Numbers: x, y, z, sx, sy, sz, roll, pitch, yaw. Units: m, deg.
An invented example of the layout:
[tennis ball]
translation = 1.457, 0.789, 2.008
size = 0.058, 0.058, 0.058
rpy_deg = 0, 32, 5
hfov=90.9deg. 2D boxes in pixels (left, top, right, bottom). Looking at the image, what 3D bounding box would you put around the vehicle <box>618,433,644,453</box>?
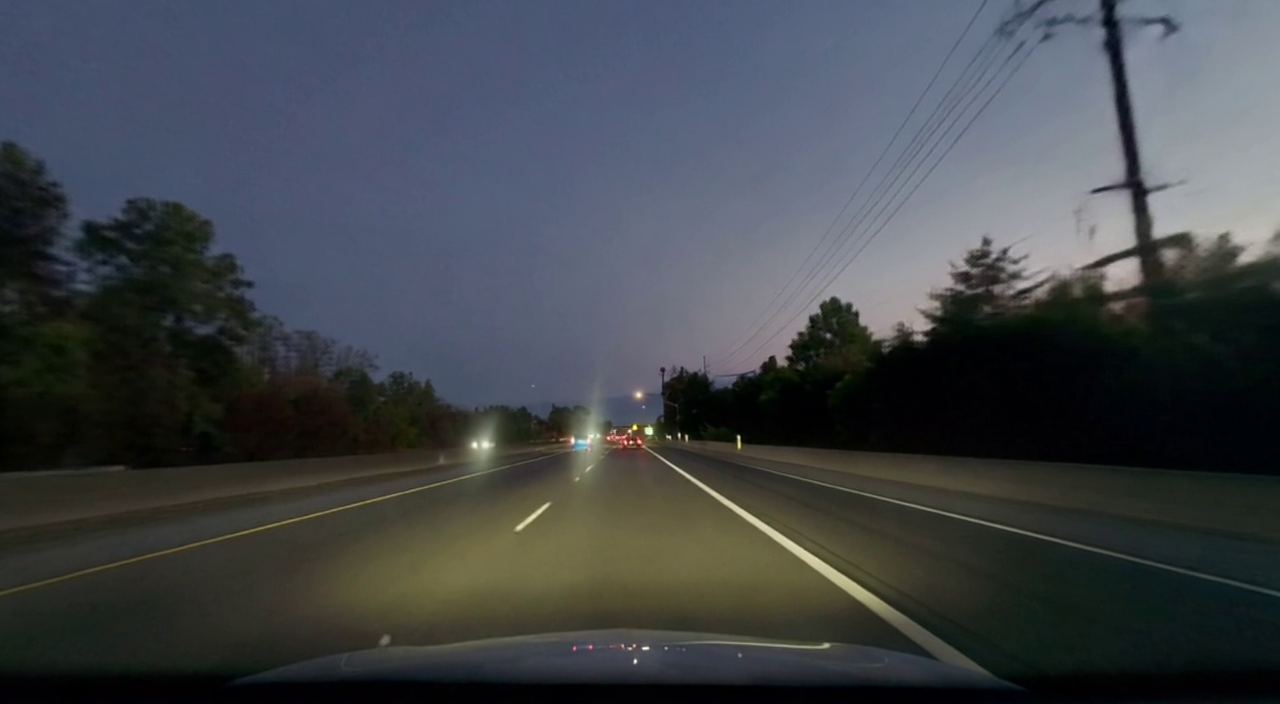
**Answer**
[vehicle]
translation = -0.706, 7.019, 48.581
size = 1.890, 1.472, 3.716
rpy_deg = 0, -8, -2
